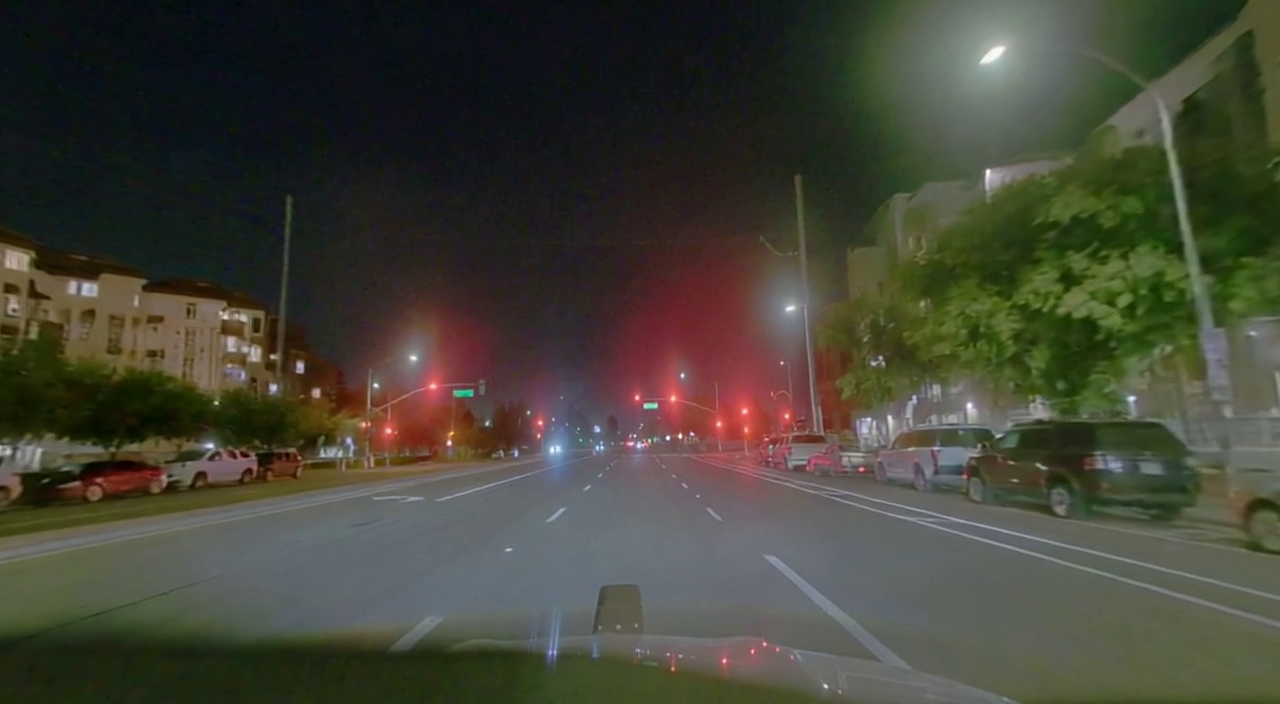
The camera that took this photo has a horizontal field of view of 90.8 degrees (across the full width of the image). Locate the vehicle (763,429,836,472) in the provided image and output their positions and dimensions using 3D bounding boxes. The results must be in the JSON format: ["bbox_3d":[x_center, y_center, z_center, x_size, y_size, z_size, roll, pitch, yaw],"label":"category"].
[{"bbox_3d":[7.654,4.798,30.949,2.130,1.877,5.334,0,-8,0],"label":"vehicle"}]

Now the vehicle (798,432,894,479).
[{"bbox_3d":[7.888,4.021,24.748,1.987,1.628,4.712,0,-8,-3],"label":"vehicle"}]

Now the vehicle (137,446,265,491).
[{"bbox_3d":[-22.304,5.886,32.517,2.328,1.929,6.055,-4,-8,0],"label":"vehicle"}]

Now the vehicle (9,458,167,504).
[{"bbox_3d":[-22.276,5.176,25.864,1.878,1.561,5.061,0,-8,0],"label":"vehicle"}]

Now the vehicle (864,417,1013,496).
[{"bbox_3d":[8.142,2.910,17.825,1.870,1.912,4.657,0,-8,0],"label":"vehicle"}]

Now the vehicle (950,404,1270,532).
[{"bbox_3d":[7.954,2.030,11.577,2.034,1.822,4.953,0,-8,0],"label":"vehicle"}]
